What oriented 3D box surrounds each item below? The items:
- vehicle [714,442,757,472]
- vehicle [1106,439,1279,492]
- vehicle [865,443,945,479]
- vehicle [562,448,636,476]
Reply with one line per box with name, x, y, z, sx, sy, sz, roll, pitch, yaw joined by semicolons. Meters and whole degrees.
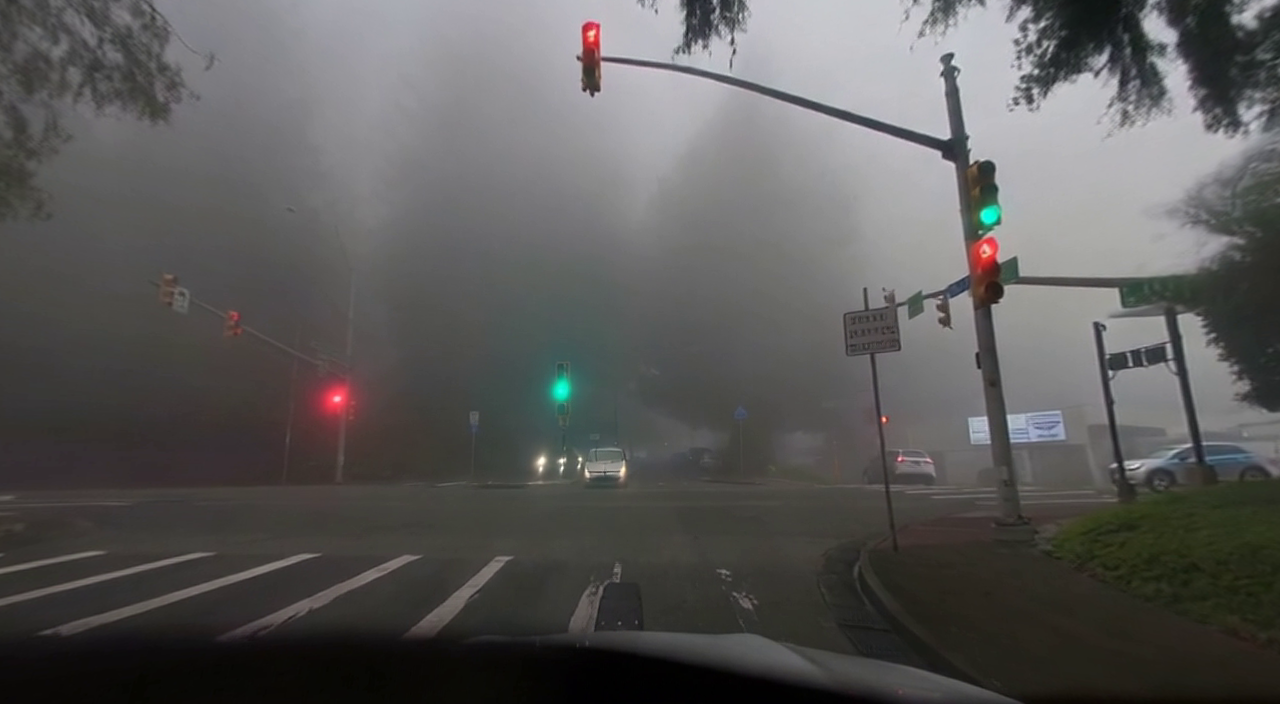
vehicle;6.901;7.569;45.703;1.491;2.041;2.964;6;-10;-33
vehicle;16.817;3.398;19.129;3.876;1.512;1.784;0;-8;-1
vehicle;12.416;5.211;29.808;1.922;1.529;3.964;0;-12;-1
vehicle;-2.451;6.436;37.143;3.991;1.526;1.868;-5;-9;31
